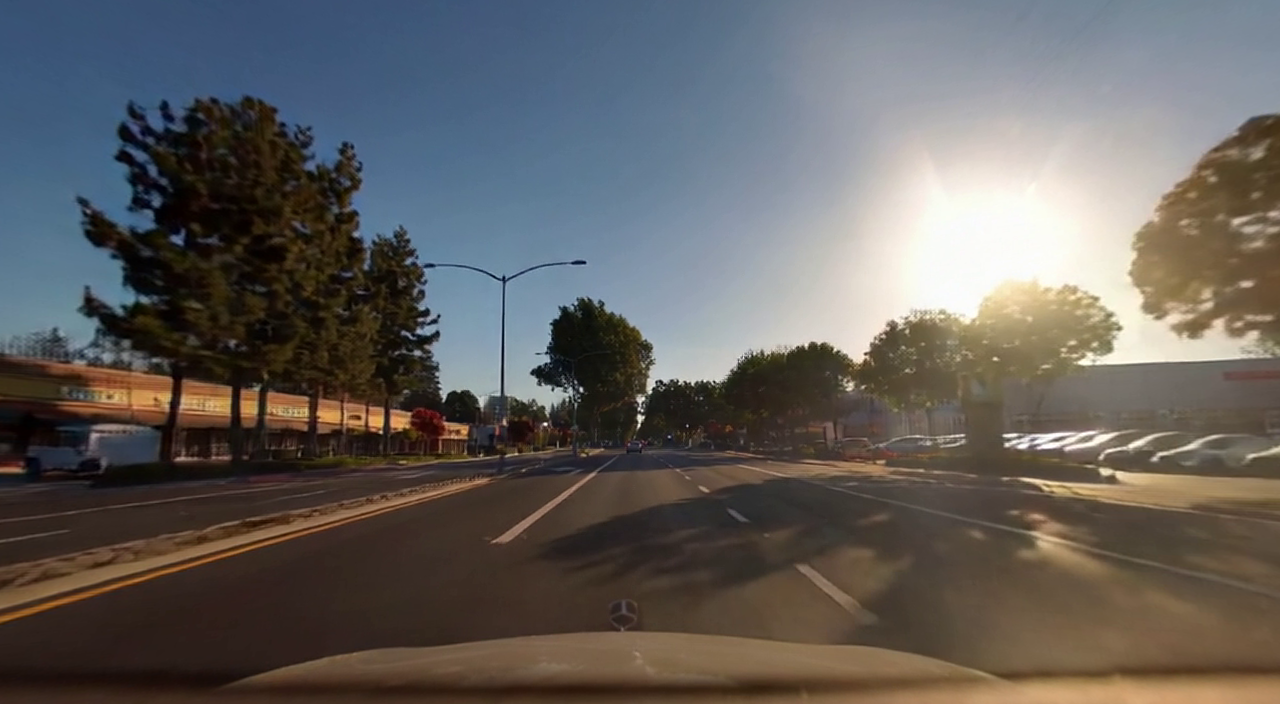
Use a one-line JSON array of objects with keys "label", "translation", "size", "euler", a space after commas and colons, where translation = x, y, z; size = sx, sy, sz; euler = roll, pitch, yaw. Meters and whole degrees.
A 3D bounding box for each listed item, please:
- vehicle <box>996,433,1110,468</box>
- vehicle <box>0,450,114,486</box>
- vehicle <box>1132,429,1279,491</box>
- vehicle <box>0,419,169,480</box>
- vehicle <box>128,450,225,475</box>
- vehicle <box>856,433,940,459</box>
[{"label": "vehicle", "translation": [18.665, 4.498, 28.891], "size": [1.846, 1.466, 4.679], "euler": [0, -9, -4]}, {"label": "vehicle", "translation": [-27.482, 5.349, 29.069], "size": [4.564, 1.494, 2.183], "euler": [-1, -9, -2]}, {"label": "vehicle", "translation": [16.484, 2.951, 17.606], "size": [1.880, 1.477, 4.556], "euler": [0, -8, 1]}, {"label": "vehicle", "translation": [-28.143, 4.911, 31.856], "size": [6.354, 2.899, 2.812], "euler": [0, -8, -1]}, {"label": "vehicle", "translation": [-27.157, 6.493, 37.064], "size": [4.282, 1.296, 1.914], "euler": [-2, -9, 4]}, {"label": "vehicle", "translation": [18.006, 6.581, 44.250], "size": [4.935, 1.753, 1.958], "euler": [0, -9, 1]}]
